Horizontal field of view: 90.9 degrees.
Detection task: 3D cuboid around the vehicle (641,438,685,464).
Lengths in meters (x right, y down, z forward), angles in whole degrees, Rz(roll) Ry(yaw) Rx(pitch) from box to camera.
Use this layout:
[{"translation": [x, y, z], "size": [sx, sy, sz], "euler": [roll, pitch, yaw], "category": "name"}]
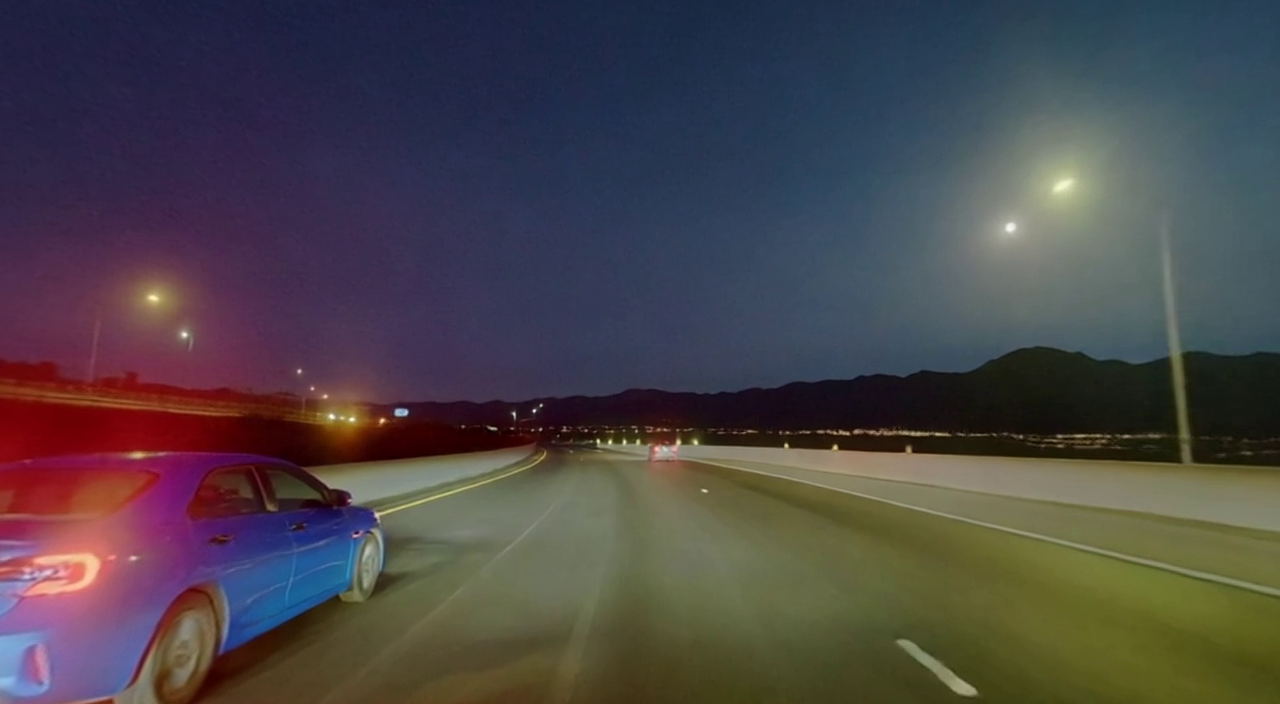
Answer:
[{"translation": [1.278, 5.792, 36.986], "size": [1.985, 1.440, 4.466], "euler": [1, -8, -6], "category": "vehicle"}]
